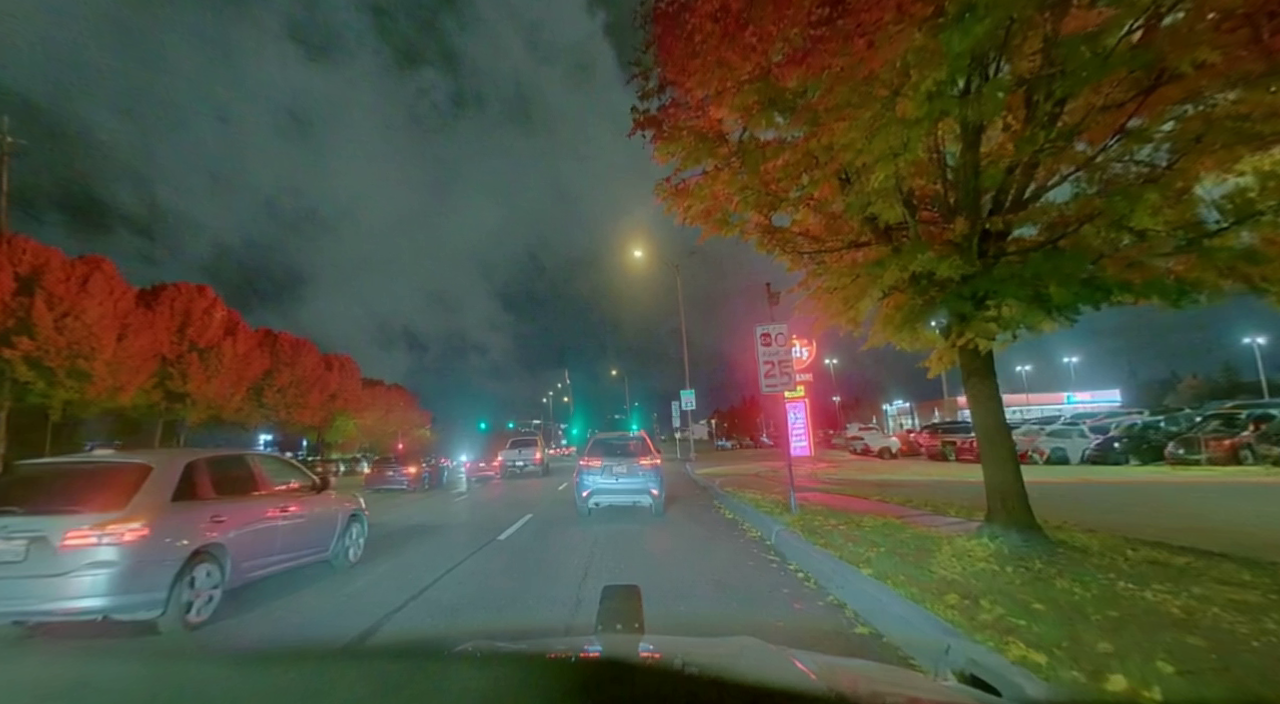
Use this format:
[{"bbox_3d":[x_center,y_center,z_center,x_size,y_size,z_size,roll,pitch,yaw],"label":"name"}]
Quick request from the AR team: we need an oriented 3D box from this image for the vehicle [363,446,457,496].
[{"bbox_3d":[-8.183,4.236,22.850,1.932,1.596,4.247,1,-9,-3],"label":"vehicle"}]

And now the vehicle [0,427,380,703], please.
[{"bbox_3d":[-4.244,1.499,5.481,1.974,1.549,4.603,0,-9,0],"label":"vehicle"}]

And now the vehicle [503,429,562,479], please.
[{"bbox_3d":[-4.718,4.557,28.188,2.082,2.018,4.308,1,-9,-3],"label":"vehicle"}]

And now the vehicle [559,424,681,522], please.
[{"bbox_3d":[-0.413,2.444,13.209,2.144,1.704,4.028,1,-9,-2],"label":"vehicle"}]

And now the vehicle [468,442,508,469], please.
[{"bbox_3d":[-10.180,6.955,42.435,2.069,1.719,4.441,2,-9,-7],"label":"vehicle"}]
